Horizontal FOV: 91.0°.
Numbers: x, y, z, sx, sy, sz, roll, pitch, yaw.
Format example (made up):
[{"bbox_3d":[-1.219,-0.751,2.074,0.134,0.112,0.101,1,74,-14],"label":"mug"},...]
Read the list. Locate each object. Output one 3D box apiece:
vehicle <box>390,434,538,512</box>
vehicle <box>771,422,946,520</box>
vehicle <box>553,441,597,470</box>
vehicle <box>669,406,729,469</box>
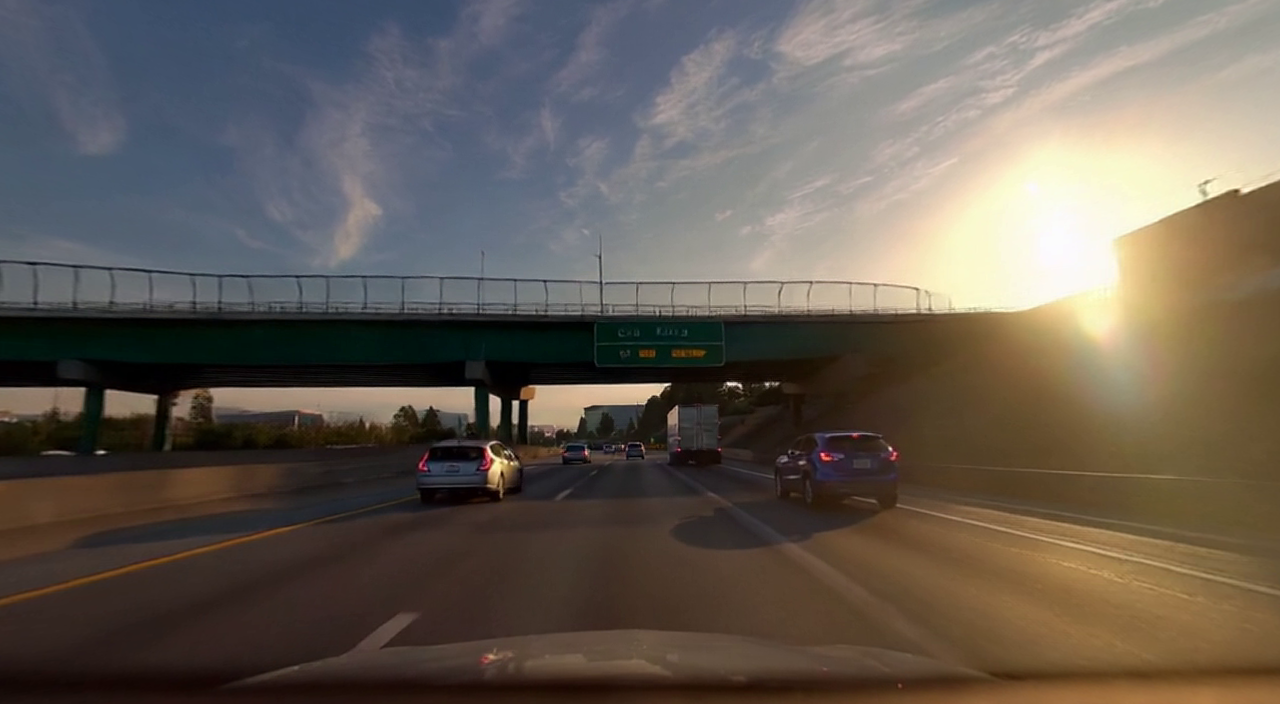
[{"bbox_3d":[-3.794,2.683,14.534,2.122,1.486,4.532,-1,-8,0],"label":"vehicle"},{"bbox_3d":[4.134,2.306,12.740,2.001,1.625,4.088,0,-8,-1],"label":"vehicle"},{"bbox_3d":[-3.565,5.757,35.096,2.064,1.479,4.370,0,-8,-1],"label":"vehicle"},{"bbox_3d":[3.669,5.769,42.072,2.824,3.585,11.410,-1,-8,-1],"label":"vehicle"}]
